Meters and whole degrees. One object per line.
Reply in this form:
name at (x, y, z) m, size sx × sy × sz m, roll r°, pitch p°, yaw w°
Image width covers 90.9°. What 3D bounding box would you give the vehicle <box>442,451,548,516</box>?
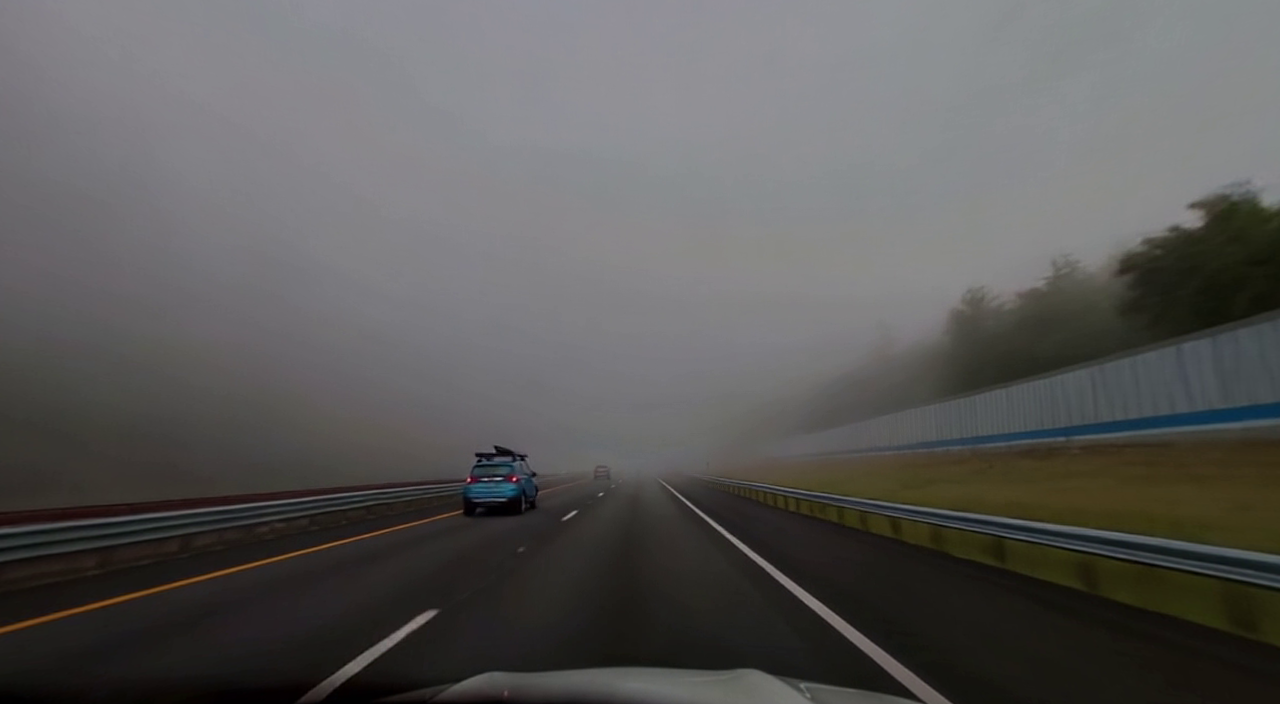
vehicle at (-4.126, 3.853, 18.732) m, size 2.022 × 1.650 × 4.331 m, roll 0°, pitch -11°, yaw 1°
